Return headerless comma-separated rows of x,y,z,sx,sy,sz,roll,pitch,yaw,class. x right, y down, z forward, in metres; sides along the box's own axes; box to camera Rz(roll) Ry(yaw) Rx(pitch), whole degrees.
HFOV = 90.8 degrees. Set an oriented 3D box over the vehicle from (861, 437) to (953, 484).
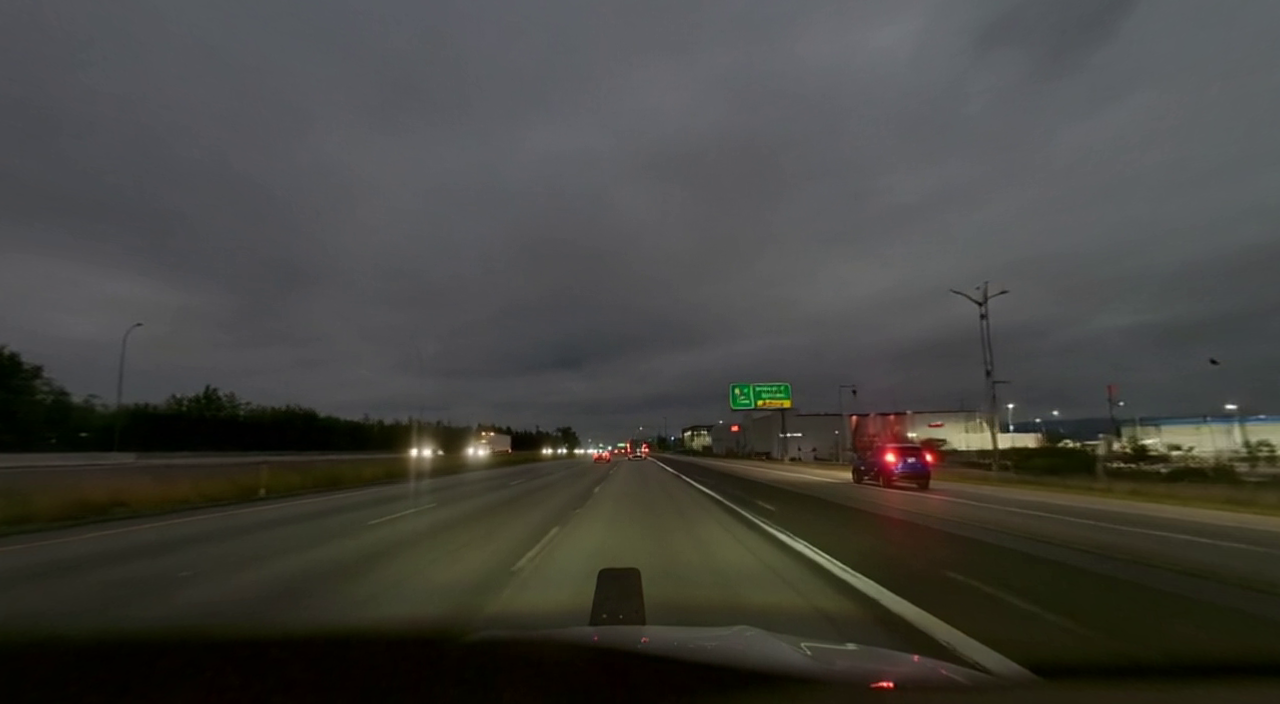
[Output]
14.330,5.877,34.307,2.411,2.326,5.300,0,-9,-3,vehicle
